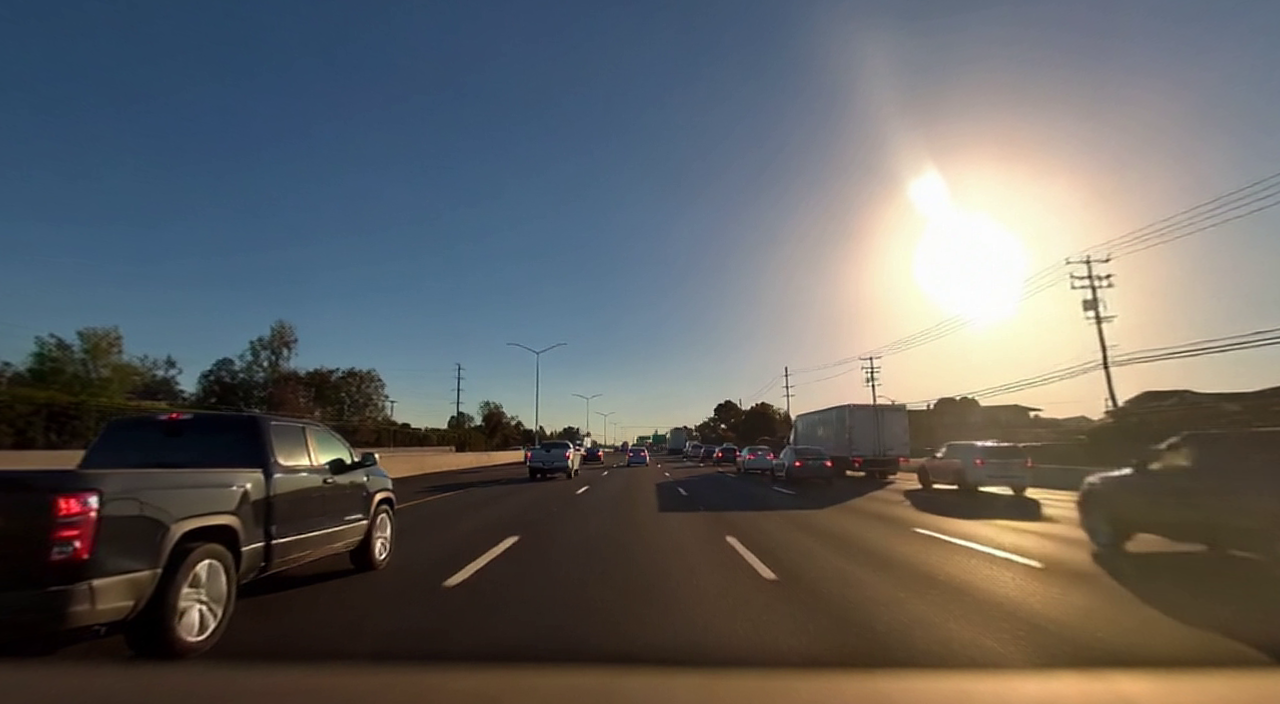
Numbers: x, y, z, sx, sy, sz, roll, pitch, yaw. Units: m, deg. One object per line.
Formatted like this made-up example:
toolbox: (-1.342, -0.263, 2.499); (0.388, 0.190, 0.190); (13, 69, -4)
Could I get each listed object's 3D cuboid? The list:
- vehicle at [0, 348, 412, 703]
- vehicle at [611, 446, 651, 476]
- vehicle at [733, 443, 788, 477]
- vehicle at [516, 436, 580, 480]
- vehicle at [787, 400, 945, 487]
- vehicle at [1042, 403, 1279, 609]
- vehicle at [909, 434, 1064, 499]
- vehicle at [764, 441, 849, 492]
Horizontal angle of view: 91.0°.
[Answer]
vehicle: (-3.491, 1.127, 4.338); (2.127, 1.705, 4.374); (0, -8, 1)
vehicle: (-0.465, 5.909, 34.467); (2.060, 1.508, 4.308); (0, -8, 0)
vehicle: (6.081, 5.491, 32.295); (1.989, 1.642, 4.082); (0, -8, 0)
vehicle: (-4.122, 4.843, 28.992); (2.147, 1.825, 4.602); (0, -8, 1)
vehicle: (10.374, 4.516, 31.070); (3.442, 3.405, 11.948); (0, -8, 0)
vehicle: (6.260, 1.387, 5.995); (2.058, 1.667, 4.209); (0, -8, 0)
vehicle: (10.569, 3.515, 19.748); (2.046, 1.754, 4.862); (0, -9, -1)
vehicle: (5.649, 3.905, 21.925); (1.956, 1.576, 4.211); (0, -9, 3)
